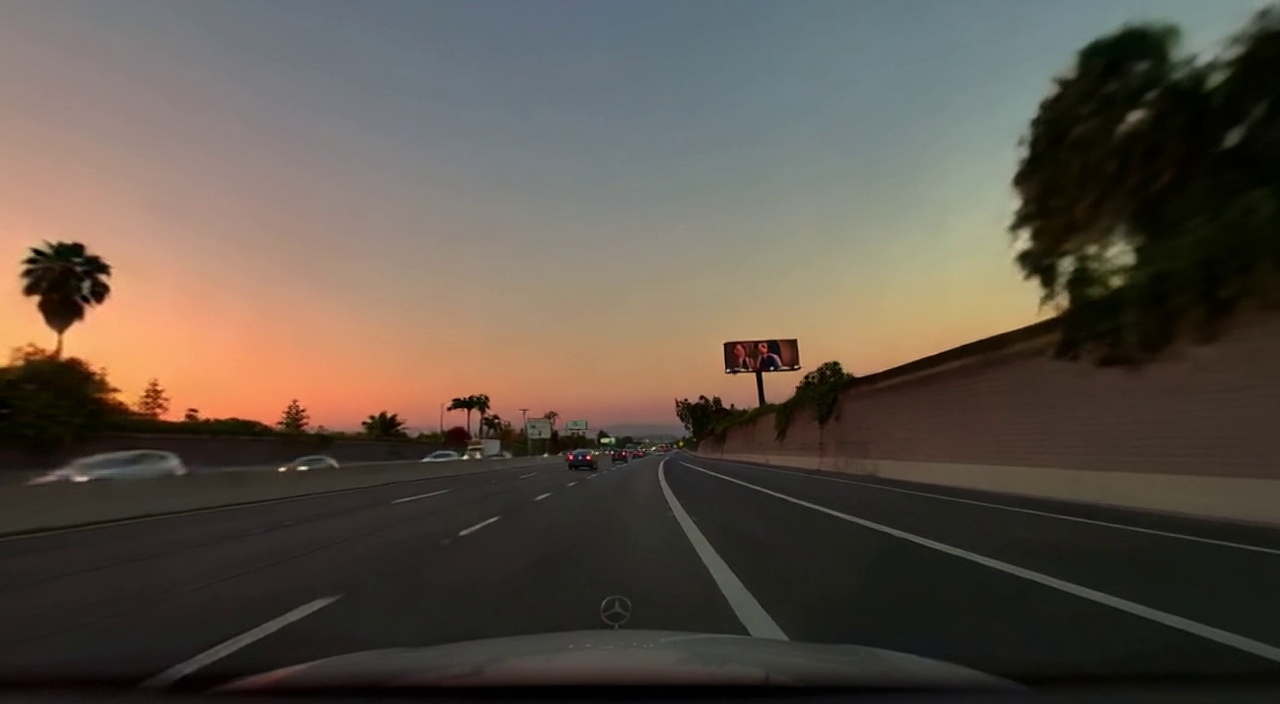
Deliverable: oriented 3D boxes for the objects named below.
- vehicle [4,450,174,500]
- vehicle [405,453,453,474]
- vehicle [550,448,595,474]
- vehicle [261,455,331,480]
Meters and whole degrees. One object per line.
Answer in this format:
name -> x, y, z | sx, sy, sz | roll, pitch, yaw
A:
vehicle -> -18.763, 4.170, 21.872 | 1.851, 1.499, 4.488 | 0, -9, 0
vehicle -> -14.993, 7.914, 45.058 | 2.001, 1.437, 3.855 | 0, -9, 1
vehicle -> -4.049, 6.629, 38.700 | 2.078, 1.457, 4.648 | 0, -9, 2
vehicle -> -21.783, 7.313, 40.181 | 1.812, 1.450, 4.503 | 0, -9, 1
